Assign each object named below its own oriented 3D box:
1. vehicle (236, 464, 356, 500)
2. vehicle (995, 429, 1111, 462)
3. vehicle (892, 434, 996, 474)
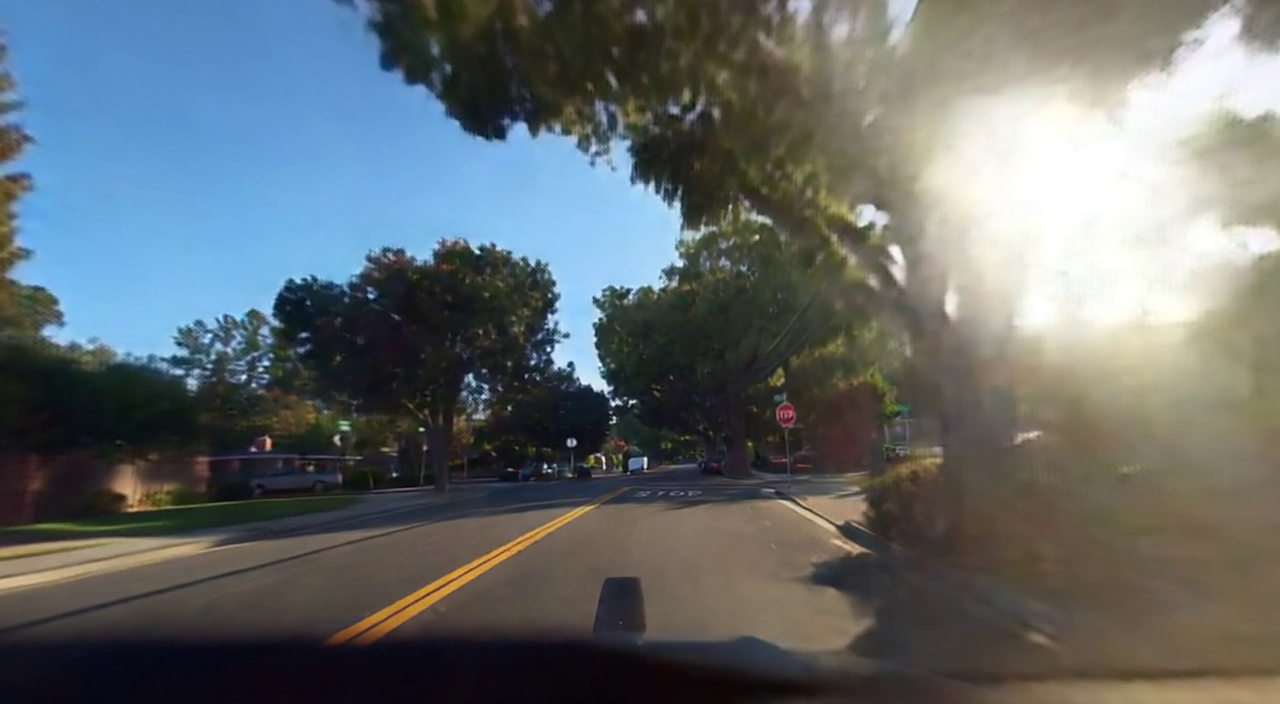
[{"bbox_3d":[-15.541,5.895,28.682,4.320,1.443,1.867,0,-8,-4],"label":"vehicle"},{"bbox_3d":[19.614,4.472,30.011,4.682,1.483,1.917,3,-9,-16],"label":"vehicle"},{"bbox_3d":[17.630,5.936,36.735,4.788,1.875,2.148,1,-19,-12],"label":"vehicle"}]
